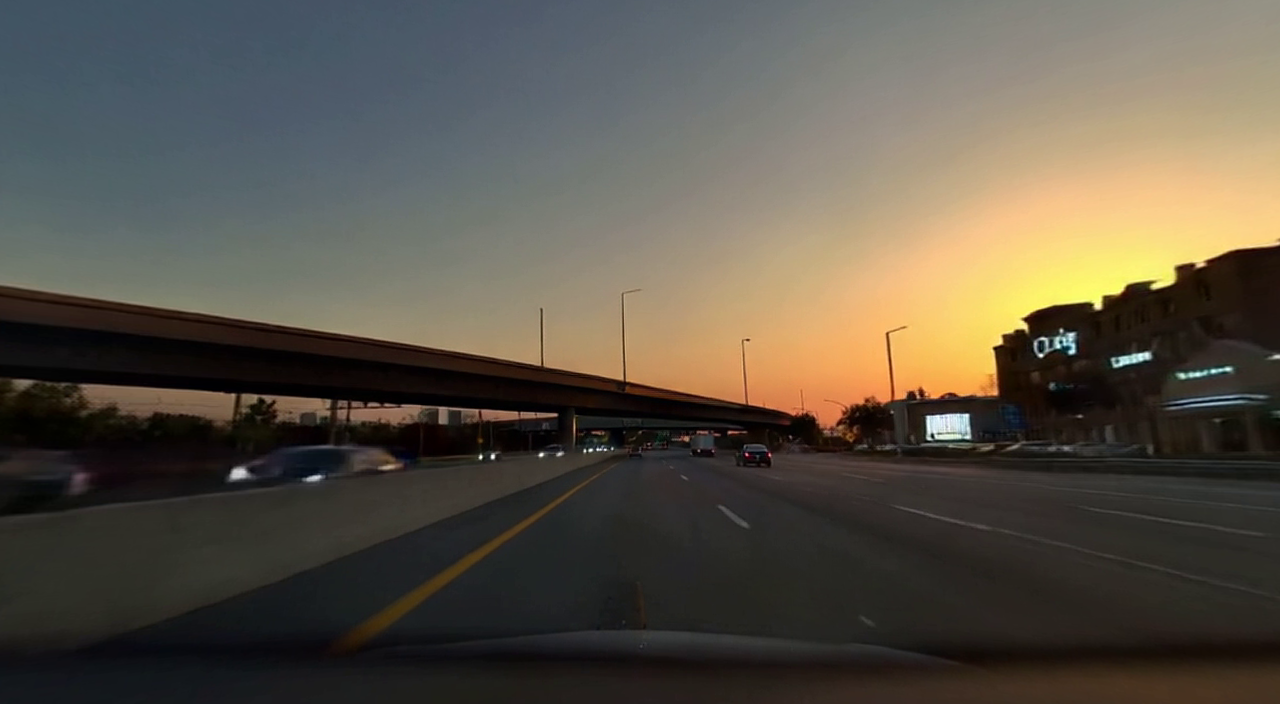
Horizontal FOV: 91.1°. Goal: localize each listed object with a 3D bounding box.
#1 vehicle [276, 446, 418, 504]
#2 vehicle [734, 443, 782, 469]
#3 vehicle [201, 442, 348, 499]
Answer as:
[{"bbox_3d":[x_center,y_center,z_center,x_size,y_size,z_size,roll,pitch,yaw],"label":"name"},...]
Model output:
[{"bbox_3d":[-8.595,3.610,18.983,1.942,1.483,4.649,0,-8,2],"label":"vehicle"},{"bbox_3d":[7.496,6.669,40.537,2.079,1.518,5.032,0,-8,-1],"label":"vehicle"},{"bbox_3d":[-12.383,4.003,21.749,2.058,1.748,4.841,0,-8,2],"label":"vehicle"}]
